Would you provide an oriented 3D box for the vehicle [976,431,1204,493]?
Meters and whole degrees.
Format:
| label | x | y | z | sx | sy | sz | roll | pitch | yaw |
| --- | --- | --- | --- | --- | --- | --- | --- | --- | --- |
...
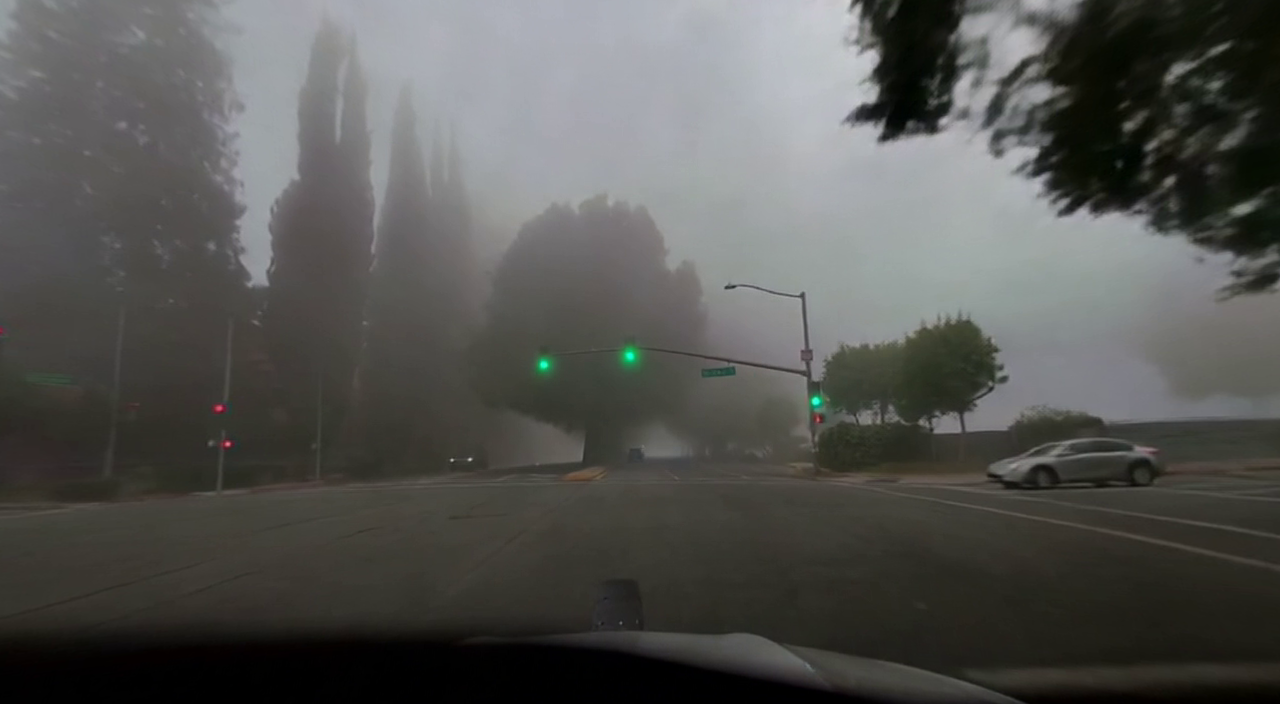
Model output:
| label | x | y | z | sx | sy | sz | roll | pitch | yaw |
| --- | --- | --- | --- | --- | --- | --- | --- | --- | --- |
| vehicle | 12.001 | 2.961 | 17.111 | 4.611 | 1.505 | 2.029 | 0 | -9 | -1 |
